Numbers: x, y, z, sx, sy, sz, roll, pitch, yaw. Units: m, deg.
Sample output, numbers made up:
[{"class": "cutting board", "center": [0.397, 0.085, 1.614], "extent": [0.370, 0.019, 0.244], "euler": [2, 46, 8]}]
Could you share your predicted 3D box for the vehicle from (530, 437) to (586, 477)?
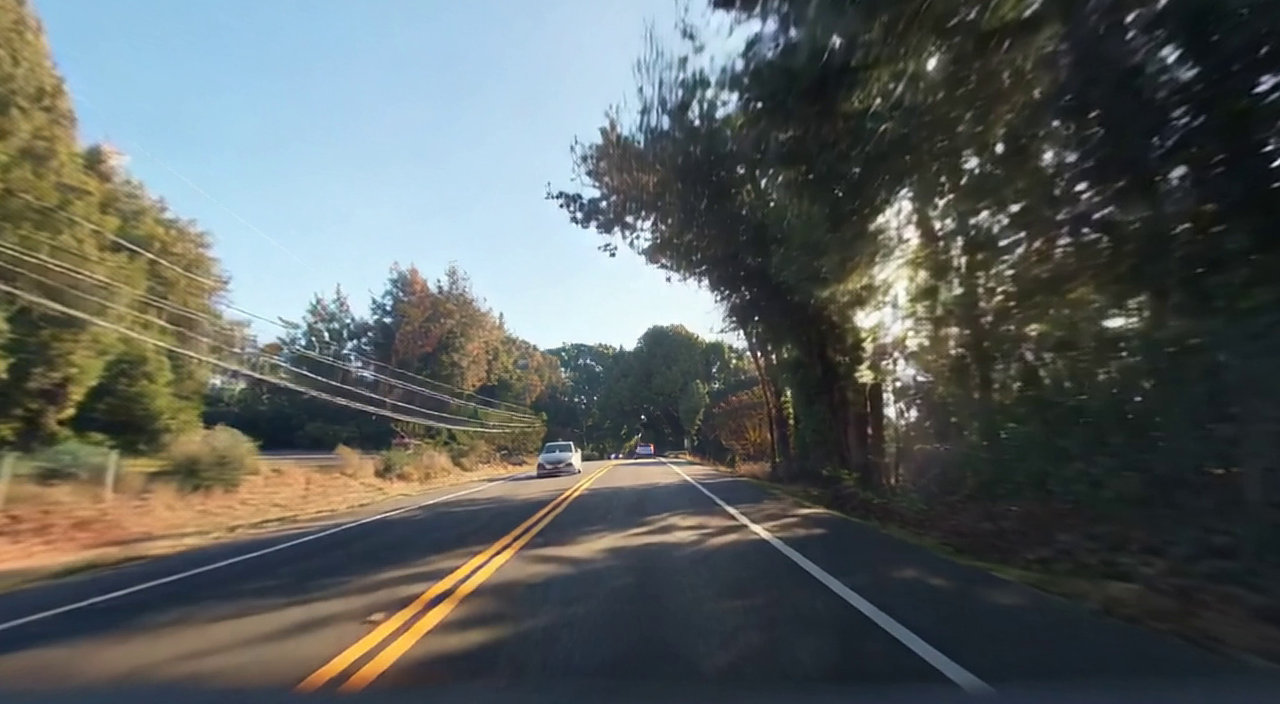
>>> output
[{"class": "vehicle", "center": [-3.854, 5.034, 30.335], "extent": [2.041, 1.771, 4.452], "euler": [0, -9, 0]}]
